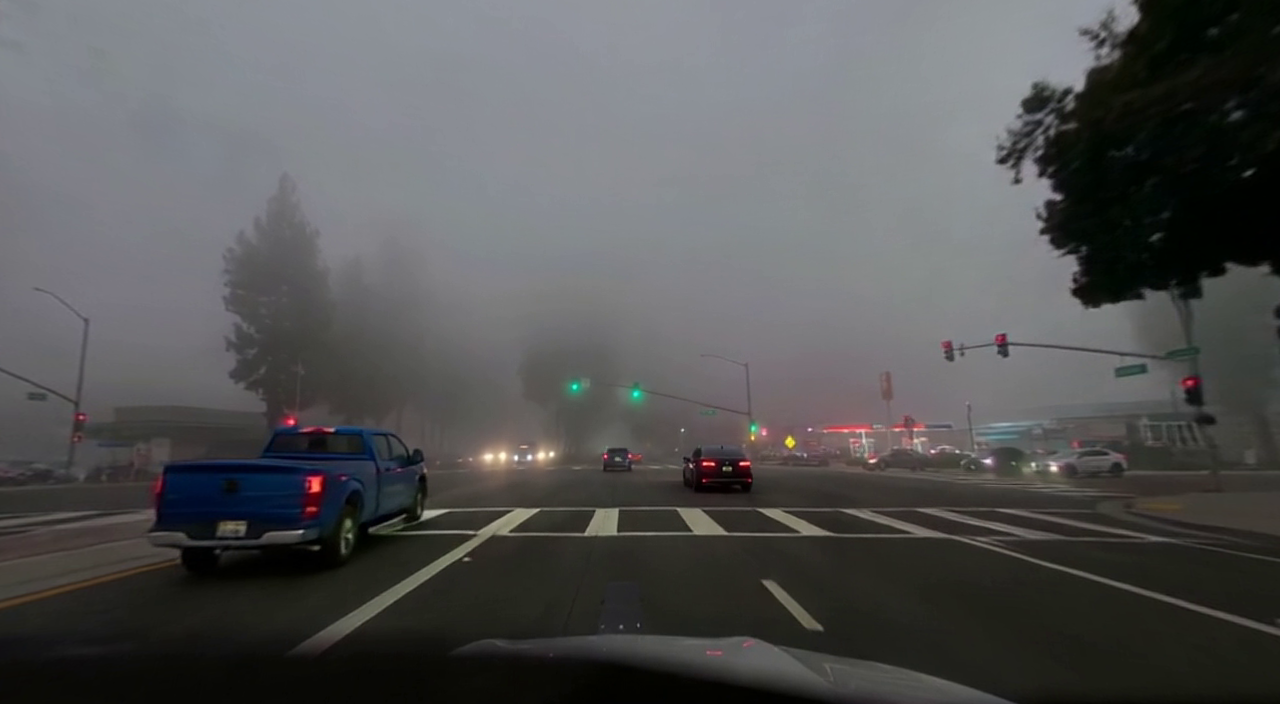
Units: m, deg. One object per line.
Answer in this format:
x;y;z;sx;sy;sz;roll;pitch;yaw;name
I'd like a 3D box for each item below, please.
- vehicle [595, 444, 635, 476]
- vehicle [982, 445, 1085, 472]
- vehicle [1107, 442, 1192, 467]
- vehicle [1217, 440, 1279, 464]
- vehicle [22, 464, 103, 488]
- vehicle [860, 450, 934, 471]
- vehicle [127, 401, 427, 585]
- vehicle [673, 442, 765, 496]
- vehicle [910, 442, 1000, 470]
-1.379;5.742;33.891;2.029;1.605;3.827;1;-9;-4;vehicle
22.525;6.087;36.235;4.789;1.455;1.986;2;-9;-9;vehicle
36.379;7.292;45.131;4.718;1.706;1.928;2;-9;-9;vehicle
45.970;7.400;46.824;4.535;1.712;2.181;1;-9;-9;vehicle
-39.641;8.473;43.521;1.802;1.447;4.432;1;-9;-8;vehicle
19.264;8.121;47.446;4.637;1.443;2.050;0;-8;-2;vehicle
-4.812;1.930;9.648;2.195;1.905;5.634;2;-9;-11;vehicle
2.318;3.598;19.859;2.061;1.487;4.462;1;-9;-4;vehicle
21.203;6.989;42.603;4.950;1.760;2.213;1;-9;-9;vehicle
